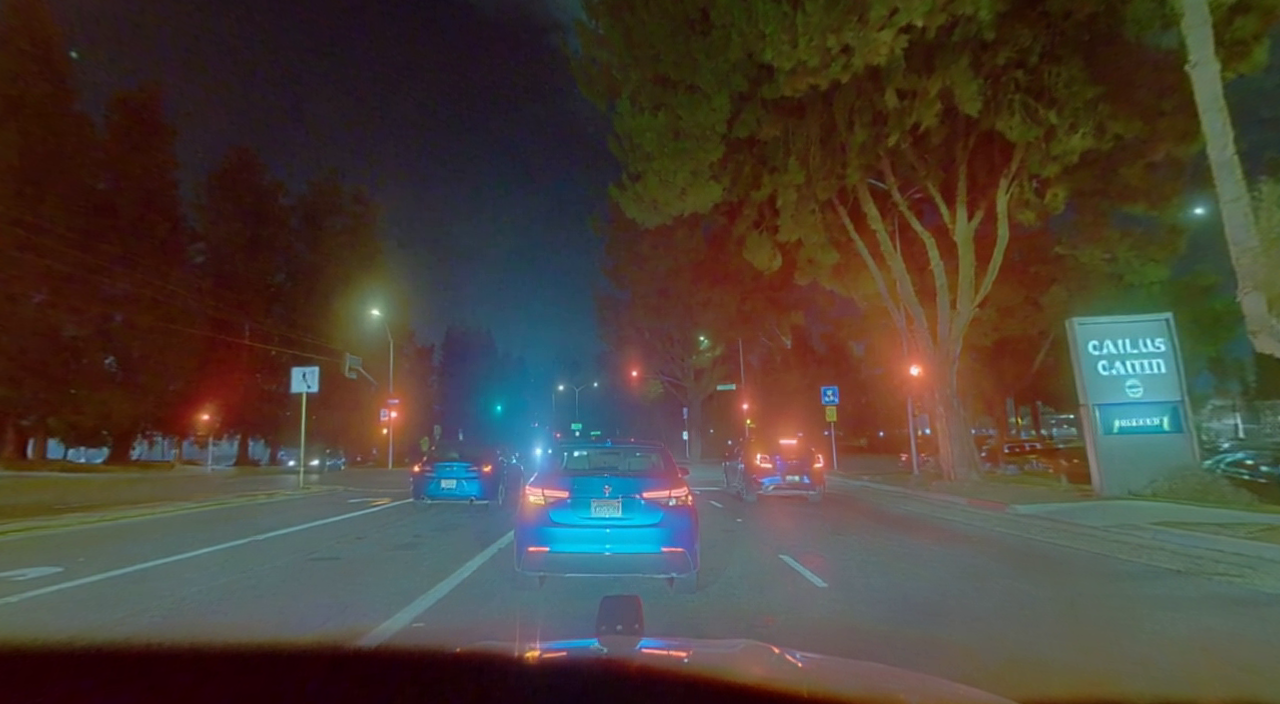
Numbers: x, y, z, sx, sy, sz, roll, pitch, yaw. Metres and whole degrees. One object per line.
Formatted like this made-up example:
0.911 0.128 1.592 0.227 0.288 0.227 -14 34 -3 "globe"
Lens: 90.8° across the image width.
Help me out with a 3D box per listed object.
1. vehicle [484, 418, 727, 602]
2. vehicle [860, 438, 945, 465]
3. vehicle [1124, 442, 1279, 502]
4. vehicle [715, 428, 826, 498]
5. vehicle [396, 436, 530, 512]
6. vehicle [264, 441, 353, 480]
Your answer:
-0.353 1.645 7.506 2.045 1.533 4.183 0 -8 -2 "vehicle"
16.088 6.091 38.846 4.419 1.619 1.894 1 -9 -8 "vehicle"
15.182 3.035 16.272 3.951 1.418 1.842 0 -8 -3 "vehicle"
3.421 3.012 17.511 2.028 1.678 4.220 0 -8 -2 "vehicle"
-3.780 2.658 14.255 1.998 1.452 3.773 0 -8 -1 "vehicle"
-16.441 5.393 31.629 2.101 1.776 4.550 0 -8 -2 "vehicle"
